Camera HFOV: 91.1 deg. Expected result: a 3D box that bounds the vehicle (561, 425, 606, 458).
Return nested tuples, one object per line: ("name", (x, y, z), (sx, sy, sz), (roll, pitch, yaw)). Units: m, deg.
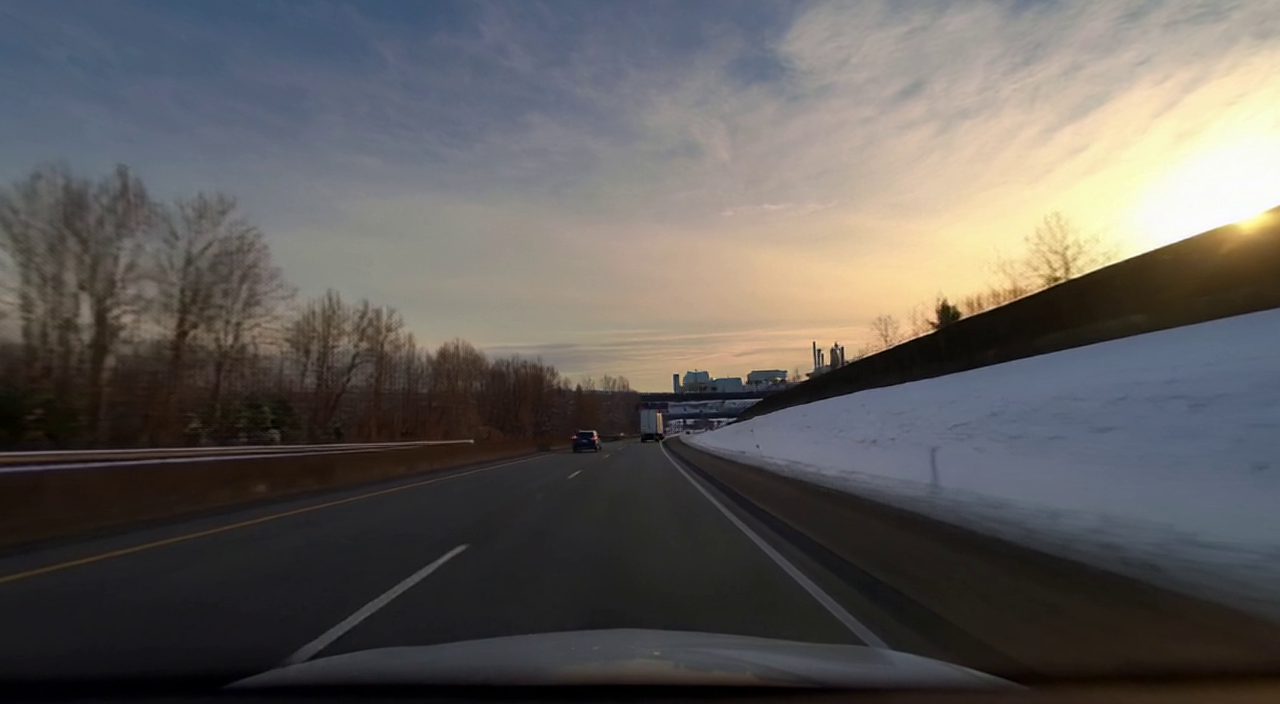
("vehicle", (-3.001, 4.864, 34.254), (2.018, 1.678, 4.312), (0, -8, 1))
